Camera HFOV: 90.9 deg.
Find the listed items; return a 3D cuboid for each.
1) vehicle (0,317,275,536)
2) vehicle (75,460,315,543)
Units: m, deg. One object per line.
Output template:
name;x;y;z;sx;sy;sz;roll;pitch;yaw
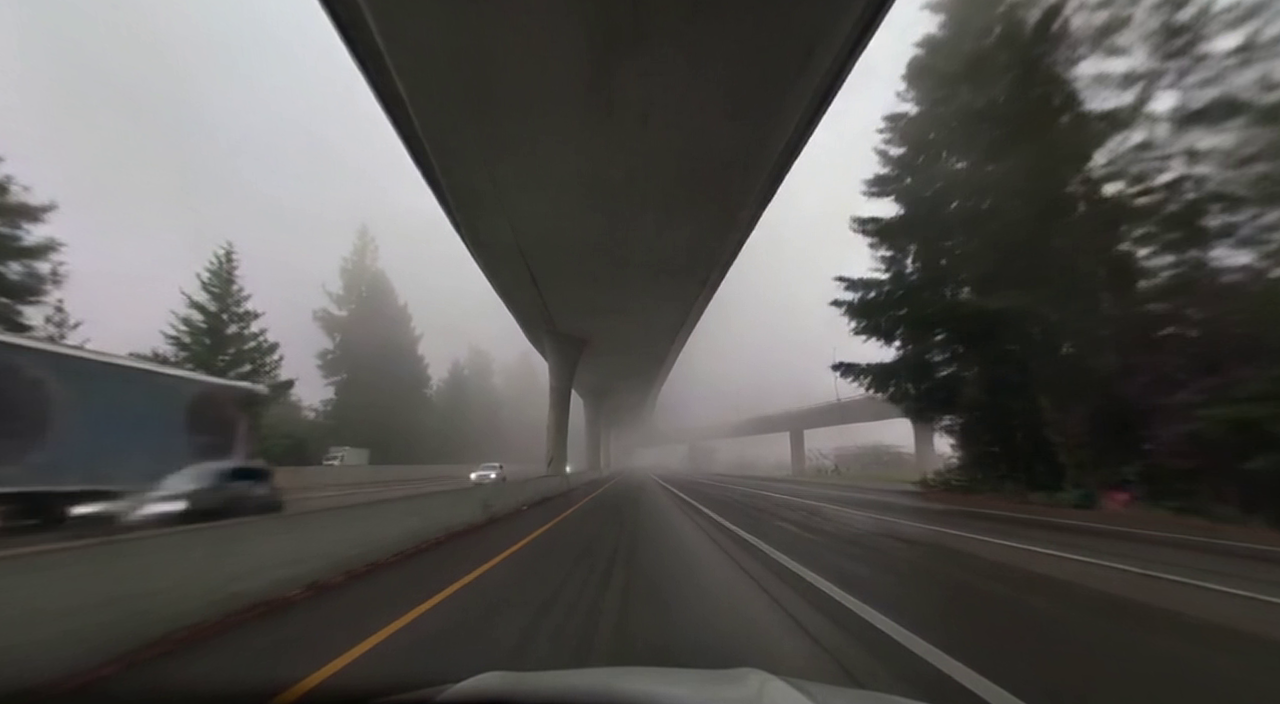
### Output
vehicle;-13.480;1.786;14.007;2.839;4.045;13.207;1;-10;0
vehicle;-8.859;2.996;13.132;1.903;1.395;4.235;1;-10;-1
